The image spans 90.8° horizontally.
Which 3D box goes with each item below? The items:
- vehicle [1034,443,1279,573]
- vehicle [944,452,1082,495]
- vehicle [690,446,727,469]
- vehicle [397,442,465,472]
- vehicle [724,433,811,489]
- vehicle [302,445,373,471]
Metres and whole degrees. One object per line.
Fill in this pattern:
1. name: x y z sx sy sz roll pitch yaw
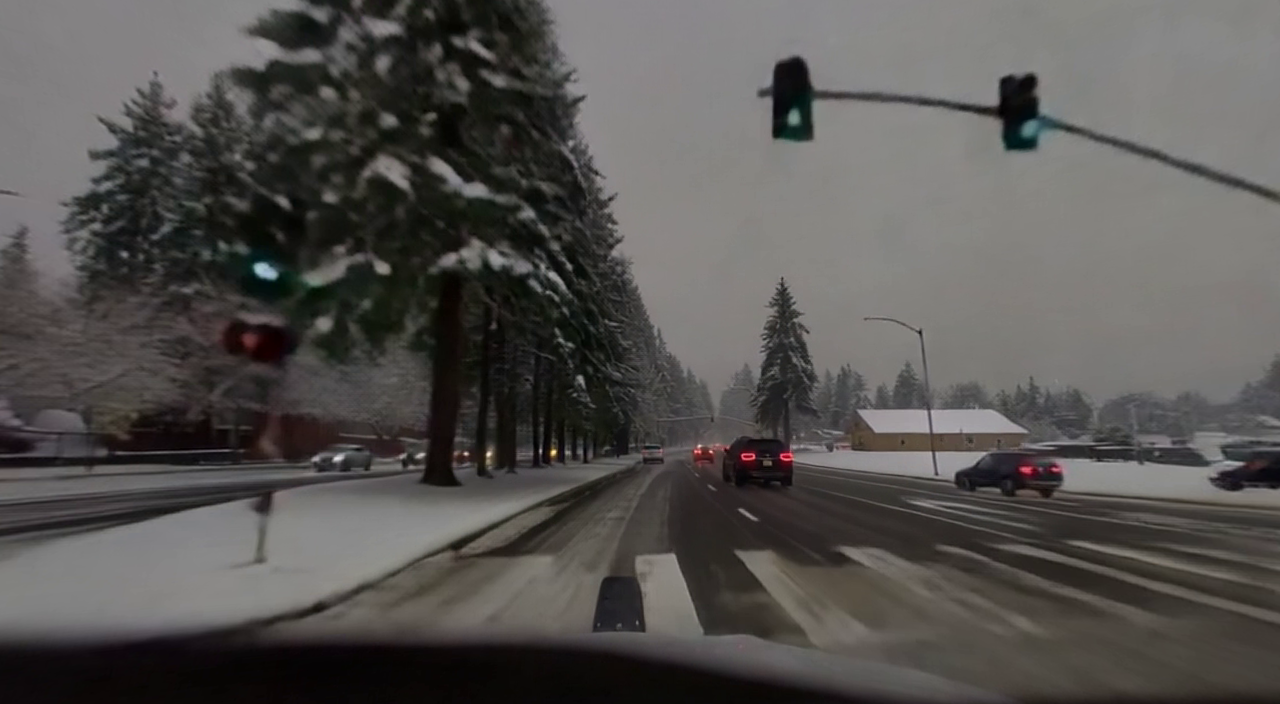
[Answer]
1. vehicle: 8.257 2.127 9.489 1.949 1.492 4.103 0 -8 -1
2. vehicle: 14.699 4.771 25.322 2.040 1.472 4.846 2 -8 -10
3. vehicle: 4.538 7.063 42.550 2.064 1.474 4.389 0 -8 1
4. vehicle: -11.377 5.735 34.735 2.046 1.485 4.591 0 -8 2
5. vehicle: 4.530 3.955 23.269 2.209 1.813 4.724 0 -8 0
6. vehicle: -18.318 6.414 38.529 1.865 1.499 4.789 0 -8 2
